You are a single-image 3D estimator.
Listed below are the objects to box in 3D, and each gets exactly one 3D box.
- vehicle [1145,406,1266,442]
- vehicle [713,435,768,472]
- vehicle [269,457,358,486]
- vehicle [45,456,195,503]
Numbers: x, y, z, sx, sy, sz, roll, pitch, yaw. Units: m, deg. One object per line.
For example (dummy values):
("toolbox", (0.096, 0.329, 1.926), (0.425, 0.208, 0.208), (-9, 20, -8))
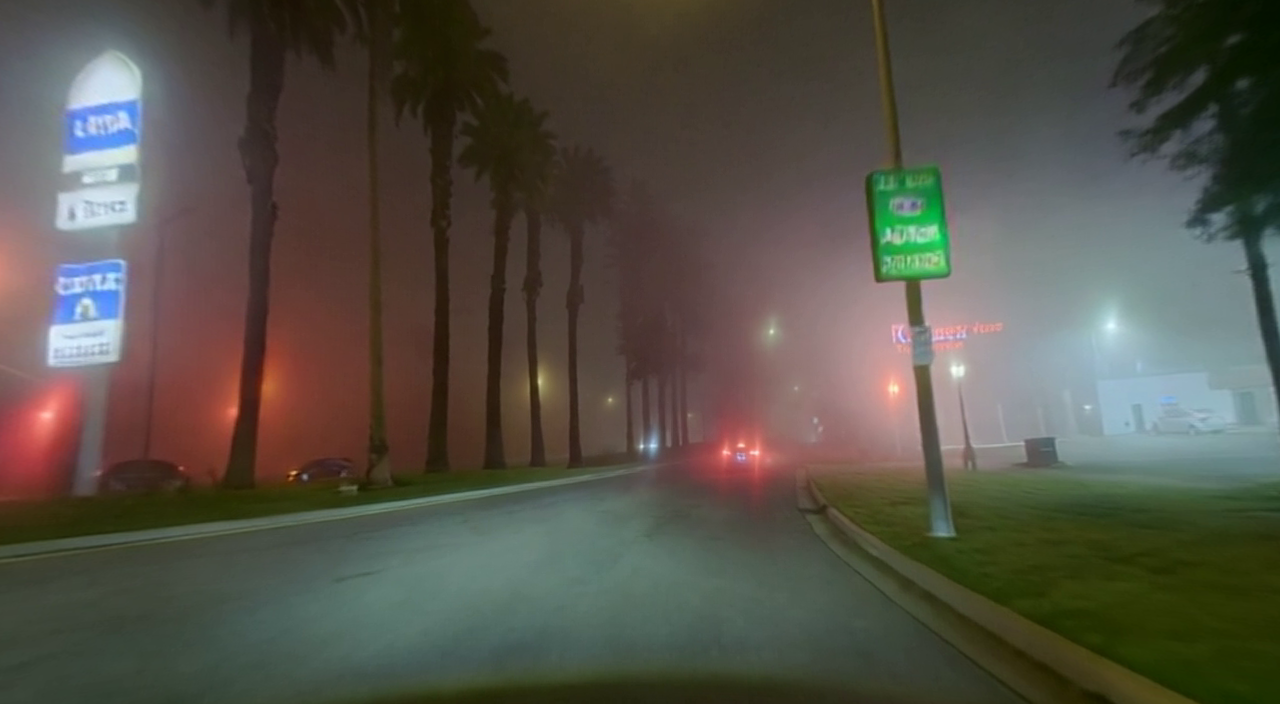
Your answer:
("vehicle", (32.007, 4.128, 35.790), (4.513, 1.657, 2.002), (-7, -10, 20))
("vehicle", (4.568, 4.524, 28.147), (2.050, 1.509, 4.148), (-2, -9, 14))
("vehicle", (-18.564, 6.807, 36.072), (1.825, 1.441, 4.656), (-2, -9, 13))
("vehicle", (-21.031, 5.115, 25.716), (1.884, 1.651, 4.330), (-2, -9, 14))
